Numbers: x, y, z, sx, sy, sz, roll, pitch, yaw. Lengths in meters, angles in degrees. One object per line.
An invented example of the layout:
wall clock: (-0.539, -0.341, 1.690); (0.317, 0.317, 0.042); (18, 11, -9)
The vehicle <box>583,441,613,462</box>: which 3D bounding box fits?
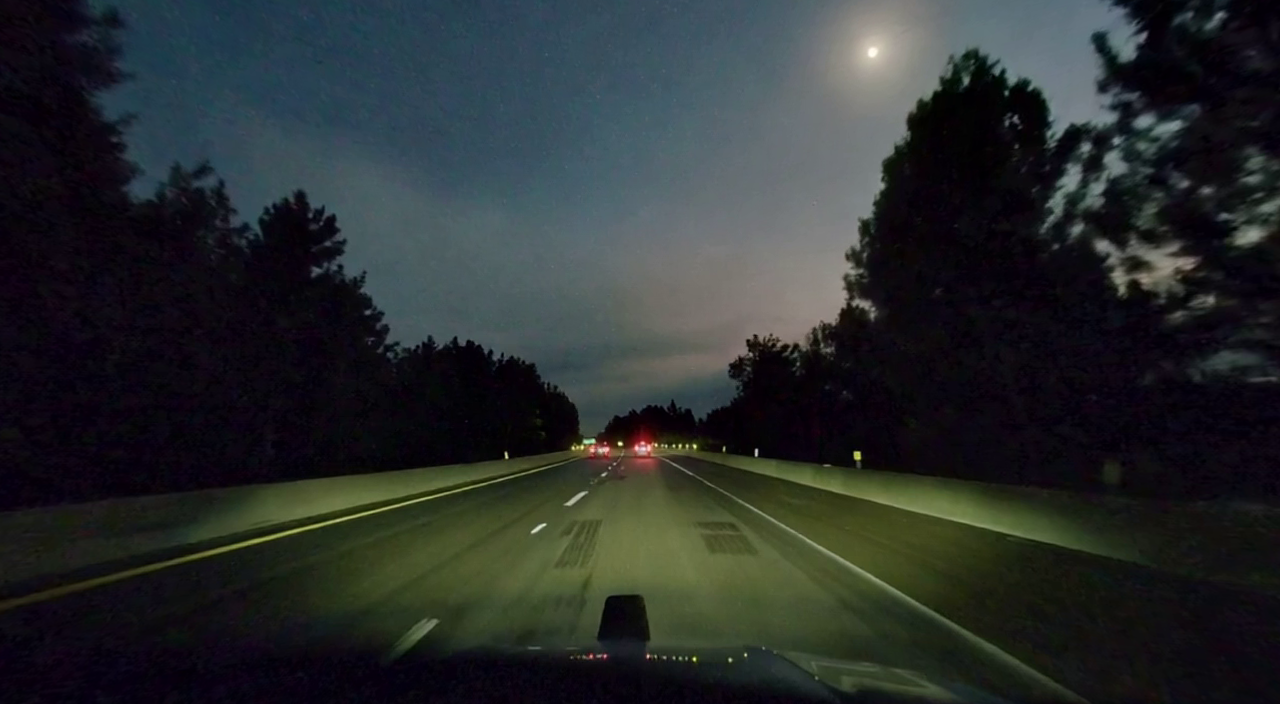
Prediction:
vehicle: (-3.141, 7.509, 47.425); (2.057, 1.514, 3.845); (0, -8, -1)
